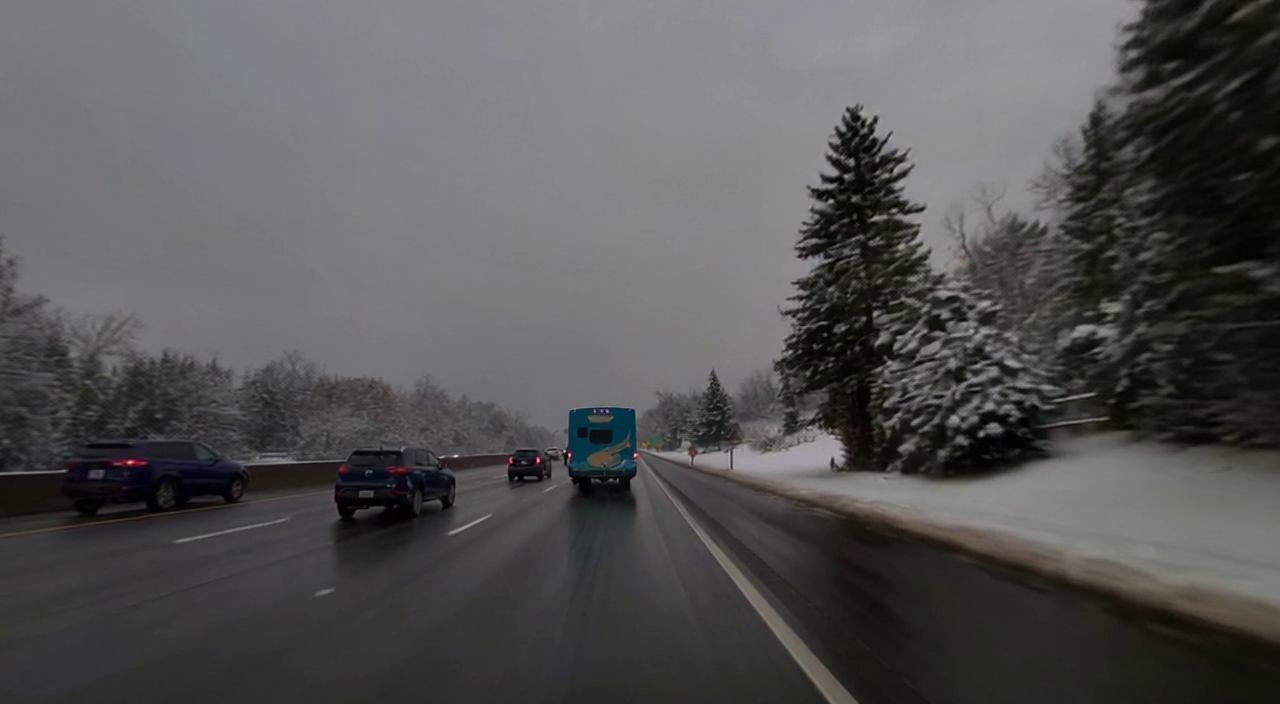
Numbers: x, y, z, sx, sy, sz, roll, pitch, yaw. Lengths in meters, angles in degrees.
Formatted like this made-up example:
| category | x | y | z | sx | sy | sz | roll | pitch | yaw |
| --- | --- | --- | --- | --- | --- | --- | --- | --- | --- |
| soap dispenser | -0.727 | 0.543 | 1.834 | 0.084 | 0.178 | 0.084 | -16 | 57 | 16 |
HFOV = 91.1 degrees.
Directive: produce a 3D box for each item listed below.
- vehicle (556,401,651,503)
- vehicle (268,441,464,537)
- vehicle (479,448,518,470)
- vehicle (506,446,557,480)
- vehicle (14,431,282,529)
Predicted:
| category | x | y | z | sx | sy | sz | roll | pitch | yaw |
| --- | --- | --- | --- | --- | --- | --- | --- | --- | --- |
| vehicle | -0.961 | 2.944 | 18.664 | 2.394 | 2.556 | 5.232 | 0 | -9 | -1 |
| vehicle | -4.773 | 2.417 | 11.723 | 1.876 | 1.438 | 4.072 | 0 | -9 | -1 |
| vehicle | -10.102 | 7.645 | 45.234 | 1.886 | 1.462 | 4.084 | 0 | -9 | -1 |
| vehicle | -5.122 | 5.275 | 30.163 | 1.872 | 1.480 | 3.545 | 0 | -9 | -1 |
| vehicle | -9.576 | 2.500 | 12.829 | 2.010 | 1.621 | 4.252 | 0 | -9 | 0 |
